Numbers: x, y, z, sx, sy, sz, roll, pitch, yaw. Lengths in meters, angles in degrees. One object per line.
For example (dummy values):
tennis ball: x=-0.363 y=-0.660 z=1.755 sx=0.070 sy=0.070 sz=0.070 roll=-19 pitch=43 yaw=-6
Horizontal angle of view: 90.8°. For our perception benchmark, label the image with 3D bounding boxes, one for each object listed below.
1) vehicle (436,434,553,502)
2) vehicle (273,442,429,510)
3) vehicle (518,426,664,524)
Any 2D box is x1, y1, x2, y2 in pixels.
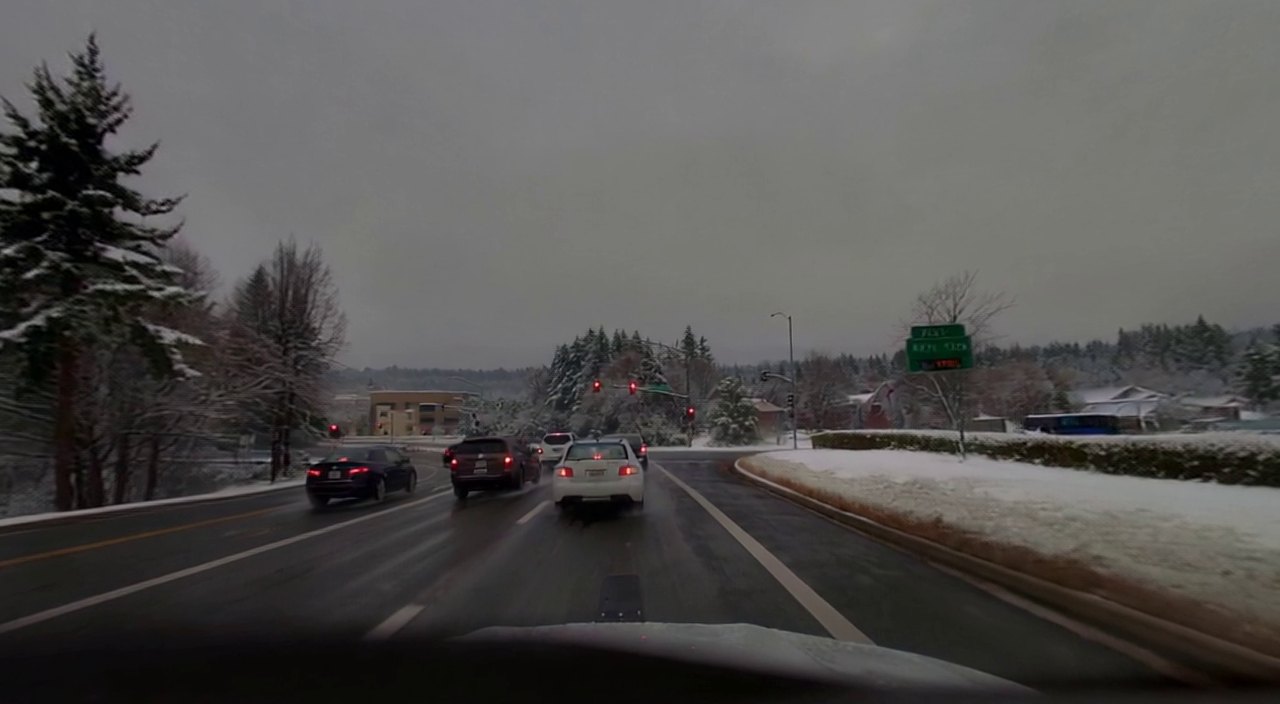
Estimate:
vehicle: x=-3.562 y=2.928 z=16.393 sx=1.920 sy=1.480 sz=4.549 roll=0 pitch=-8 yaw=1
vehicle: x=-7.051 y=3.044 z=16.021 sx=1.852 sy=1.458 sz=4.422 roll=0 pitch=-8 yaw=0
vehicle: x=-0.771 y=2.225 z=11.973 sx=2.231 sy=1.481 sz=4.489 roll=0 pitch=-8 yaw=-1
